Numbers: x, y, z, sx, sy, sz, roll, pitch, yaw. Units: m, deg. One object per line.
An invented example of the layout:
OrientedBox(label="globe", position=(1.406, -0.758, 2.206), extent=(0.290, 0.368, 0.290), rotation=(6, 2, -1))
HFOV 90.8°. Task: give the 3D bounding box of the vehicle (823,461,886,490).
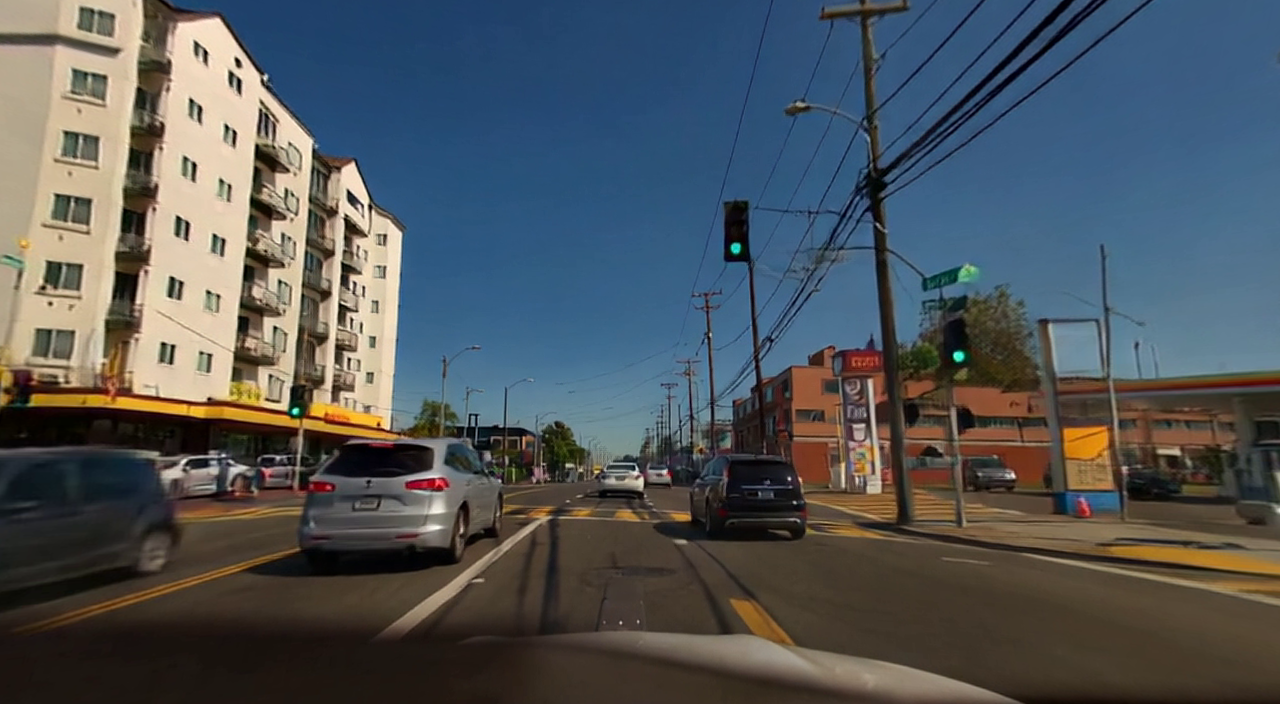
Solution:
OrientedBox(label="vehicle", position=(12.834, 7.396, 38.196), extent=(1.846, 1.480, 4.649), rotation=(0, -8, -5))

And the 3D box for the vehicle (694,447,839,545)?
OrientedBox(label="vehicle", position=(2.374, 2.806, 13.092), extent=(1.945, 1.647, 4.160), rotation=(0, -8, -3))

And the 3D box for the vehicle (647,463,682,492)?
OrientedBox(label="vehicle", position=(1.564, 8.202, 41.609), extent=(1.953, 1.687, 4.094), rotation=(0, -8, -3))

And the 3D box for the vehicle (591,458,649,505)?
OrientedBox(label="vehicle", position=(-0.712, 4.804, 23.826), extent=(1.999, 1.487, 3.939), rotation=(0, -8, -1))

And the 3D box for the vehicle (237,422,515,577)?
OrientedBox(label="vehicle", position=(-3.389, 1.974, 9.345), extent=(2.221, 1.706, 4.451), rotation=(0, -8, -1))

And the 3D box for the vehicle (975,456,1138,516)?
OrientedBox(label="vehicle", position=(12.231, 3.866, 18.599), extent=(4.048, 1.539, 1.820), rotation=(3, -9, -19))

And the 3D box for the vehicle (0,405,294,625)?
OrientedBox(label="vehicle", position=(-6.359, 1.642, 7.230), extent=(2.115, 1.794, 4.757), rotation=(0, -8, -1))

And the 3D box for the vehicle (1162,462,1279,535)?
OrientedBox(label="vehicle", position=(15.801, 3.626, 16.070), extent=(1.959, 1.482, 4.664), rotation=(-2, -9, 14))
